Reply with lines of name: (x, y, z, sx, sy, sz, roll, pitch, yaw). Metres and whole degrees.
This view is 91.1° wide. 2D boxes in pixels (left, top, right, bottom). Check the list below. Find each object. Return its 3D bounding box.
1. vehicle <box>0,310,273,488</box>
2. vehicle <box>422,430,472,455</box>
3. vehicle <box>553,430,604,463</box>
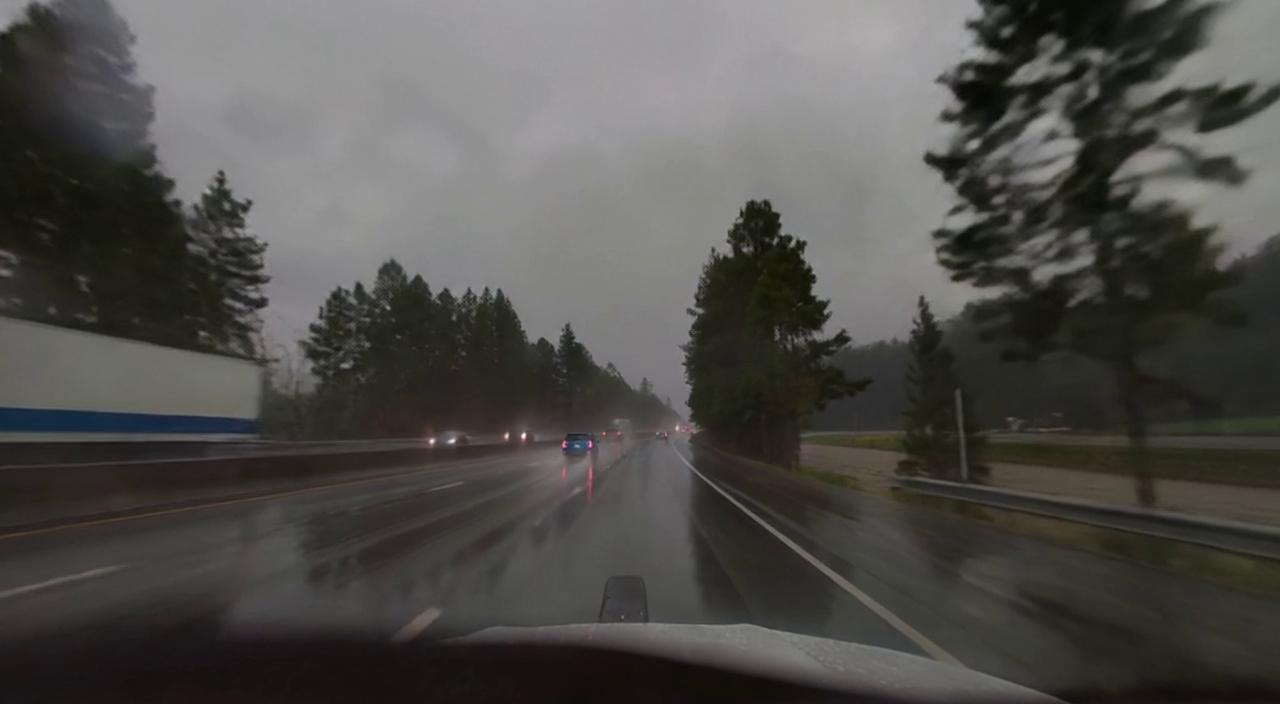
vehicle: (-17.380, 1.459, 17.427, 3.250, 4.341, 18.494, 0, -8, 0)
vehicle: (-12.803, 6.035, 41.806, 1.939, 1.524, 4.056, 0, -8, 2)
vehicle: (-3.085, 4.900, 32.665, 2.053, 1.589, 4.671, 0, -8, 2)
